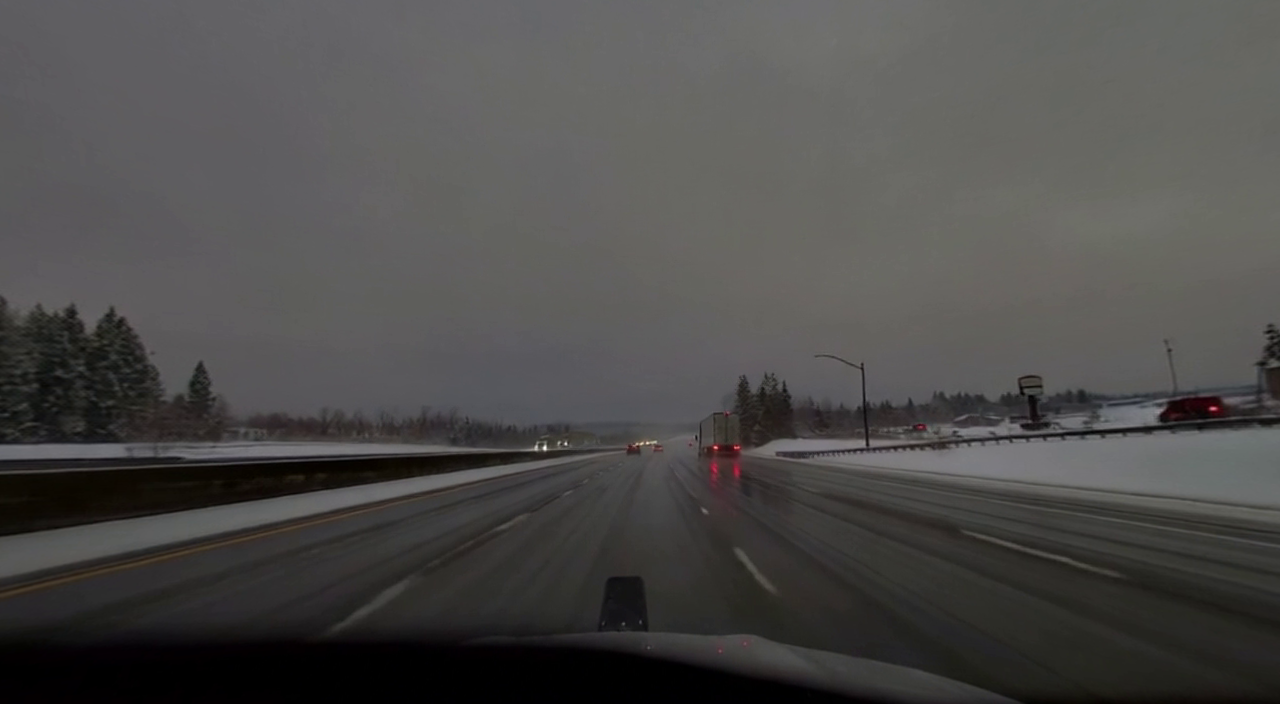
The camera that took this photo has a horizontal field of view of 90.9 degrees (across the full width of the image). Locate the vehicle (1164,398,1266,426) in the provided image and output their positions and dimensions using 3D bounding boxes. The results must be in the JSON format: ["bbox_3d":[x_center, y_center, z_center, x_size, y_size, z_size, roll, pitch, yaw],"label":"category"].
[{"bbox_3d":[44.371,4.679,48.866,2.205,1.861,5.602,1,-9,-8],"label":"vehicle"}]
